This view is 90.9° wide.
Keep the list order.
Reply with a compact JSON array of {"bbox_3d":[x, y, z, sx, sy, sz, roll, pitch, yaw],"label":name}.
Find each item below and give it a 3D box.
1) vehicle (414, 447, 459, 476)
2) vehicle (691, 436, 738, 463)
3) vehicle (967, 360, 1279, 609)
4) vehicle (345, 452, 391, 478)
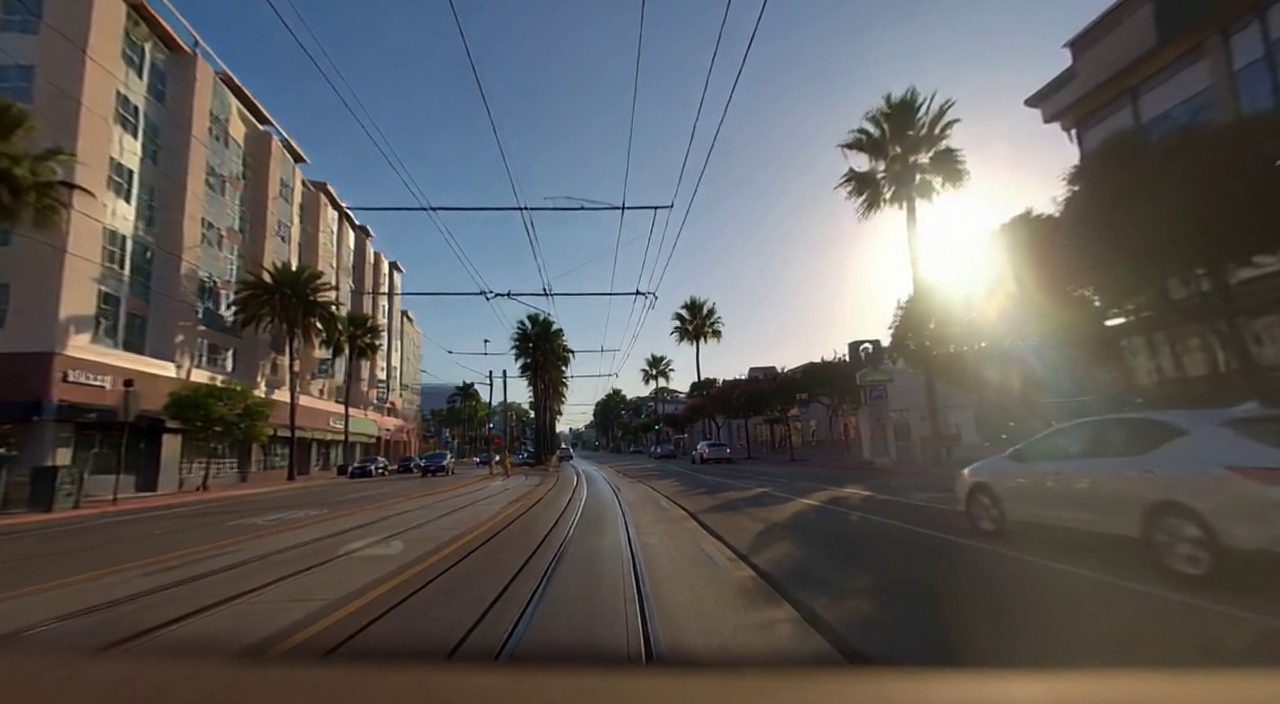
[{"bbox_3d":[-14.271,7.689,44.433,2.127,1.892,4.655,0,-9,-6],"label":"vehicle"},{"bbox_3d":[5.033,6.707,43.282,1.995,1.677,4.863,0,-9,-8],"label":"vehicle"},{"bbox_3d":[5.497,1.142,5.986,2.114,1.691,5.075,-1,-9,1],"label":"vehicle"},{"bbox_3d":[-21.047,8.712,48.911,1.974,1.808,4.373,0,-9,-6],"label":"vehicle"}]
